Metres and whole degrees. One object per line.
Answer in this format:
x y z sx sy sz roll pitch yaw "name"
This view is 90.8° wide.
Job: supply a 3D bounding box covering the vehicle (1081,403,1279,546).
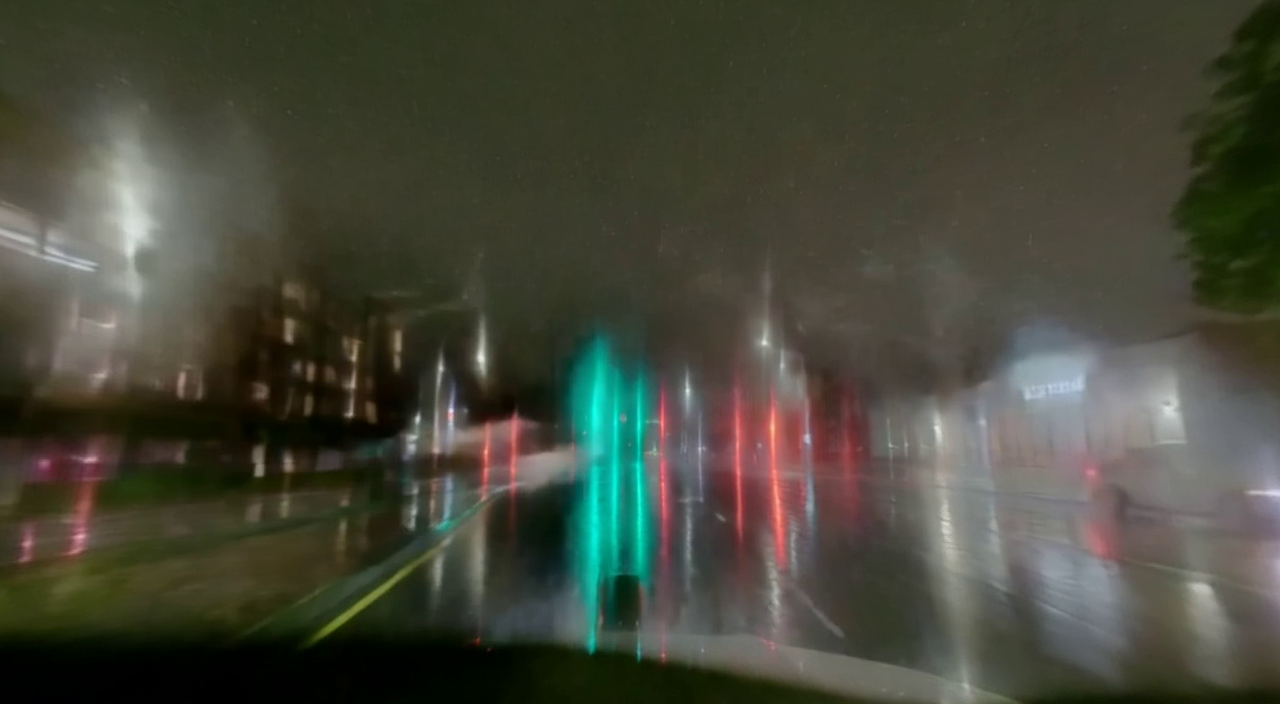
10.021 1.984 10.495 2.101 1.957 4.718 -1 -9 3 "vehicle"
